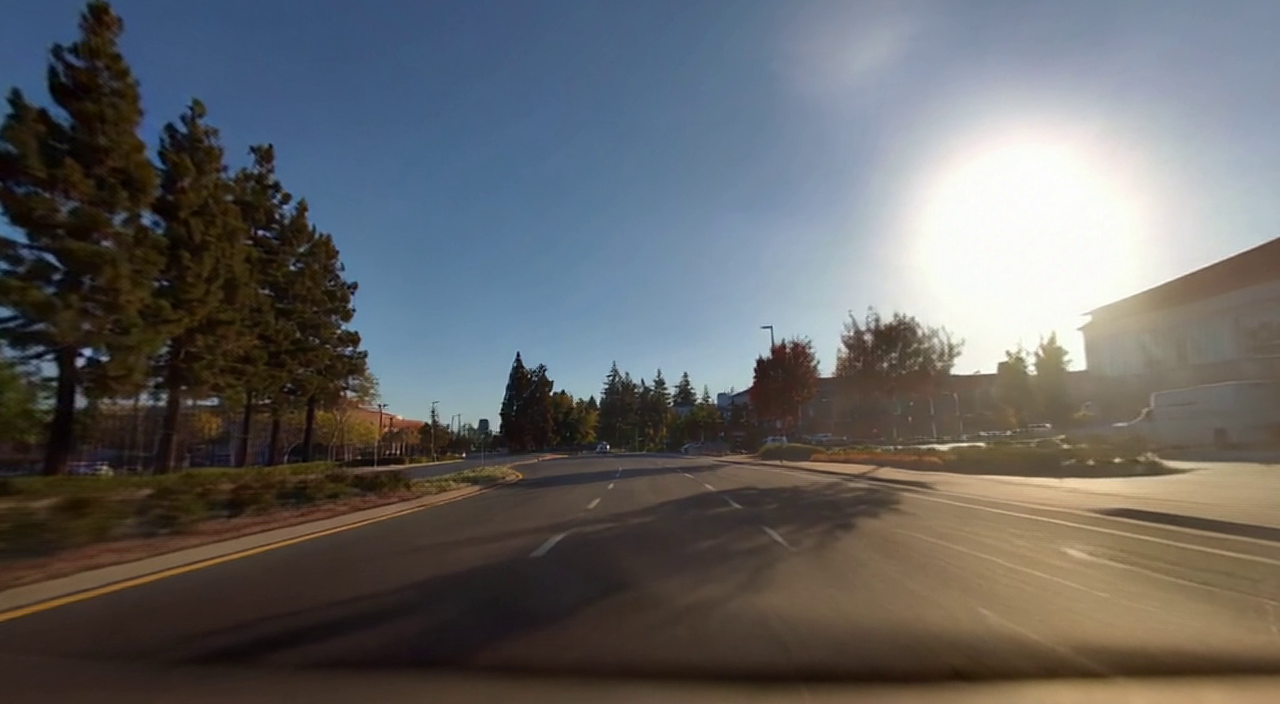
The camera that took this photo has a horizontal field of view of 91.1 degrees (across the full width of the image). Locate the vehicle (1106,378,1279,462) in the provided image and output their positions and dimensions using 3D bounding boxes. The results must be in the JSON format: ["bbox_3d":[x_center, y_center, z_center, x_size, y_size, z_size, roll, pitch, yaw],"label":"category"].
[{"bbox_3d":[24.069,2.874,25.992,7.144,3.248,2.873,0,-9,-1],"label":"vehicle"}]
